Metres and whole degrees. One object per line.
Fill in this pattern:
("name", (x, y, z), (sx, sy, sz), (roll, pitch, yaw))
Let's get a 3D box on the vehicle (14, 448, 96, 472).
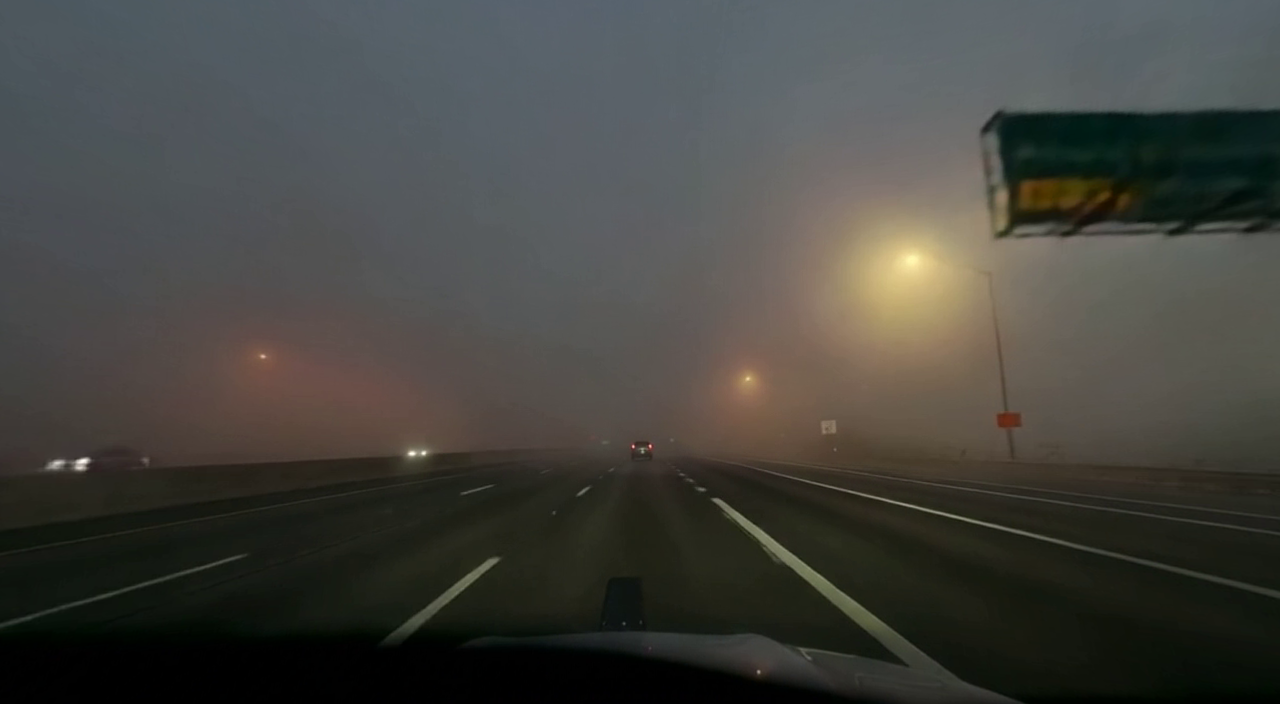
("vehicle", (-37.834, 6.953, 40.886), (1.787, 1.431, 3.696), (0, -8, -2))
